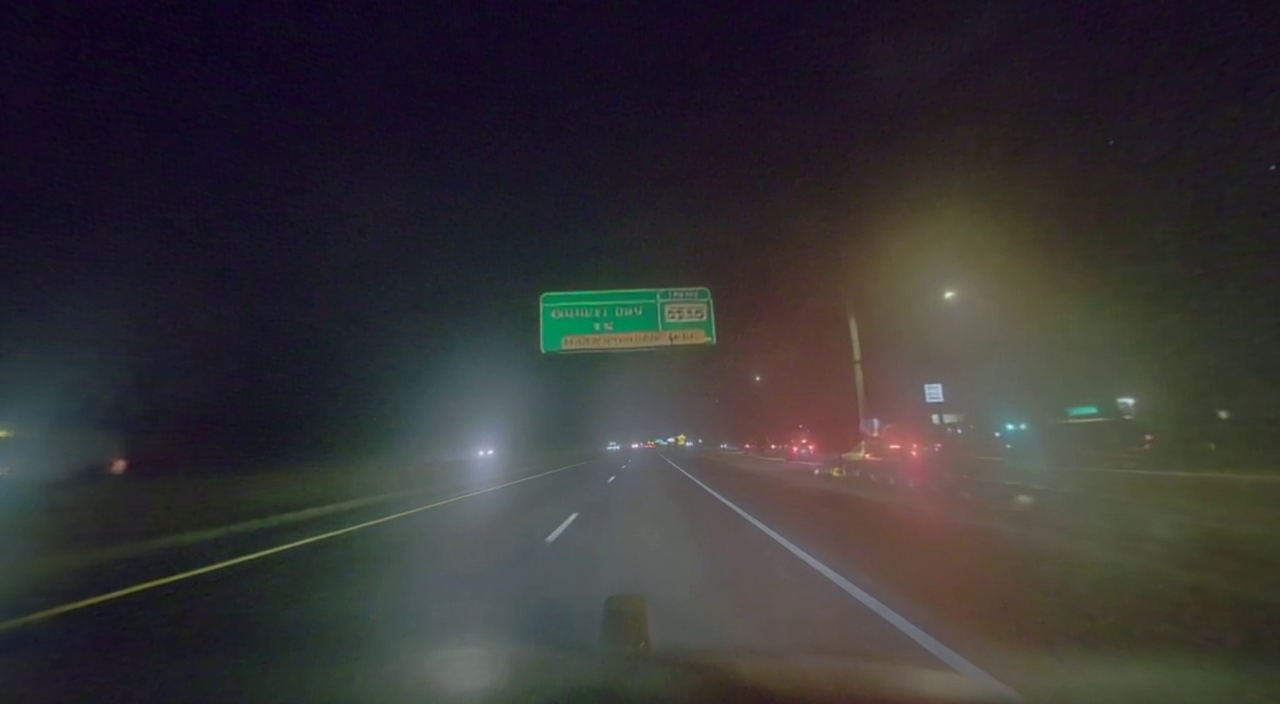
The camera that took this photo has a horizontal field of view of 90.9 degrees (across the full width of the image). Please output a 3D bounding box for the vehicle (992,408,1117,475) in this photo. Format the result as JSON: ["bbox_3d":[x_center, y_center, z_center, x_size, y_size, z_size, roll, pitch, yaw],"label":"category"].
[{"bbox_3d":[28.072,6.181,43.332,2.913,4.062,8.275,1,-9,1],"label":"vehicle"}]

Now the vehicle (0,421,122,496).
[{"bbox_3d":[-31.277,5.319,31.723,2.942,3.464,8.554,-1,-8,1],"label":"vehicle"}]

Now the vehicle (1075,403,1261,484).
[{"bbox_3d":[28.163,4.976,34.362,2.860,3.829,8.079,0,-8,-1],"label":"vehicle"}]
